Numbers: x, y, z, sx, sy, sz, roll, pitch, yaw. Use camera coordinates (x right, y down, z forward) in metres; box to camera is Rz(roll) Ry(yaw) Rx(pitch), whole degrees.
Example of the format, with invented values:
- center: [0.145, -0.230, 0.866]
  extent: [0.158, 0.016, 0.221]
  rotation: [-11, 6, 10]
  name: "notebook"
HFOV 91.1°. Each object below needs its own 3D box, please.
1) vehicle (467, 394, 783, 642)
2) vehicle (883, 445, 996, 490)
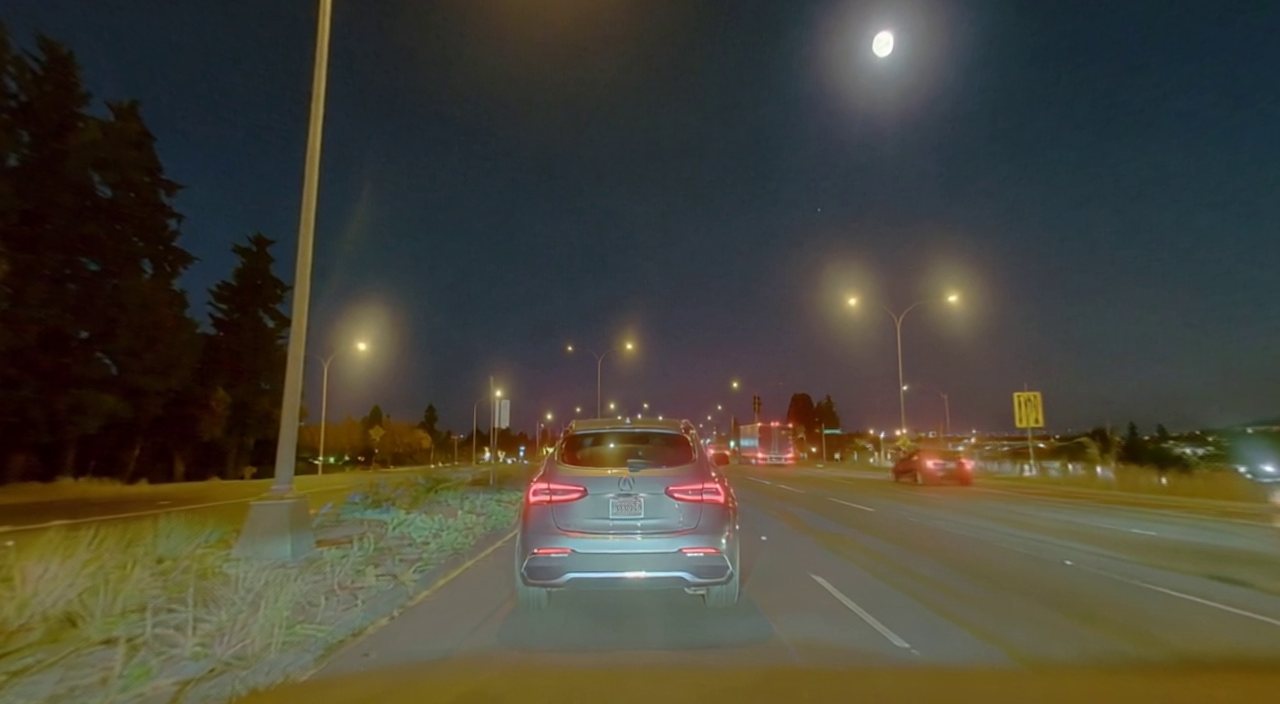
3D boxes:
- center: [-0.146, 1.448, 6.443]
  extent: [2.172, 1.694, 4.055]
  rotation: [0, -8, -1]
  name: "vehicle"
- center: [11.110, 4.293, 23.717]
  extent: [1.998, 1.527, 4.489]
  rotation: [0, -9, 0]
  name: "vehicle"
